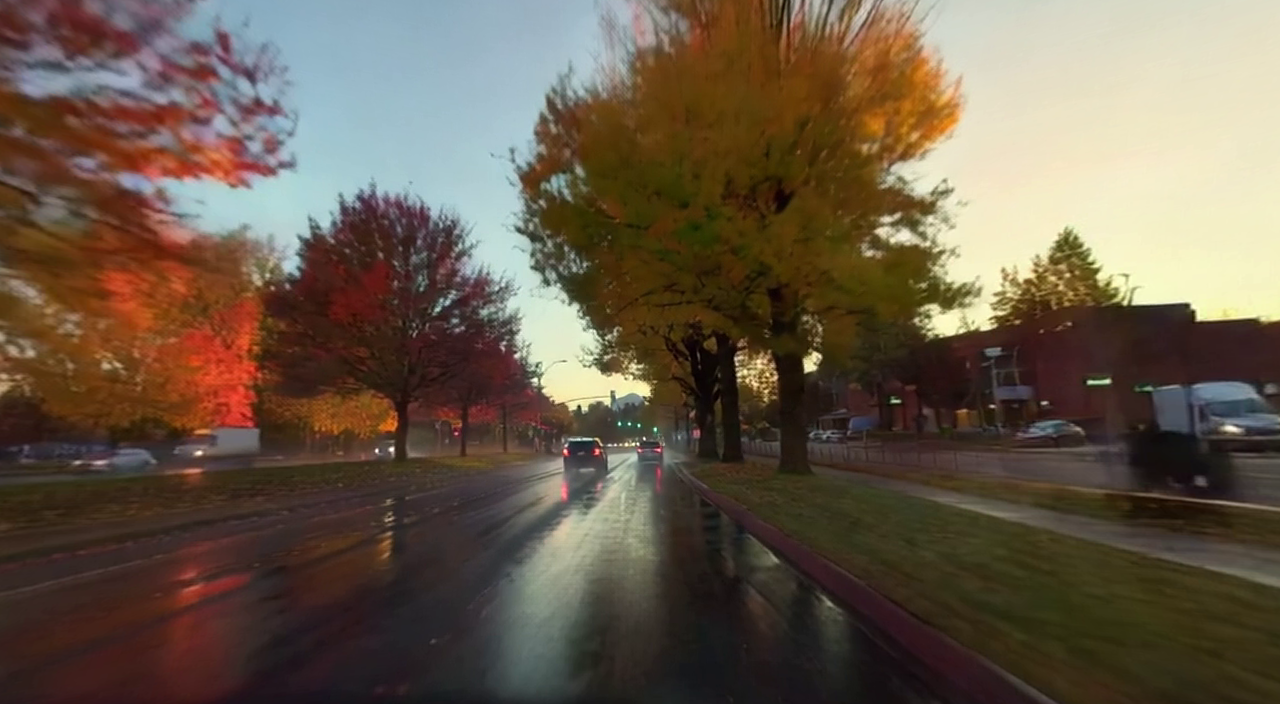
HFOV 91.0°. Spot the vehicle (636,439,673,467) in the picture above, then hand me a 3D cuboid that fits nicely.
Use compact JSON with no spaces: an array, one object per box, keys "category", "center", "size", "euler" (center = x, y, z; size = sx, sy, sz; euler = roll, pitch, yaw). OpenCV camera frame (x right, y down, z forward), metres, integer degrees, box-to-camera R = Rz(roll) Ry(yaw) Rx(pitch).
[{"category":"vehicle","center":[0.861,5.810,36.368],"size":[2.040,1.493,3.682],"euler":[0,-8,2]}]

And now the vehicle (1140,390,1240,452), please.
[{"category":"vehicle","center":[23.115,2.970,26.582],"size":[2.320,2.489,2.049],"euler":[-3,-9,16]}]

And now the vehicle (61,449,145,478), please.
[{"category":"vehicle","center":[-36.238,7.510,42.639],"size":[1.929,1.773,4.409],"euler":[0,-9,-2]}]

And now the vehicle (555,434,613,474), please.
[{"category":"vehicle","center":[-2.543,4.735,29.433],"size":[2.197,1.709,4.069],"euler":[0,-8,2]}]

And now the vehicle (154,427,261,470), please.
[{"category":"vehicle","center":[-29.923,6.718,43.983],"size":[2.239,2.706,6.900],"euler":[-1,-8,3]}]
